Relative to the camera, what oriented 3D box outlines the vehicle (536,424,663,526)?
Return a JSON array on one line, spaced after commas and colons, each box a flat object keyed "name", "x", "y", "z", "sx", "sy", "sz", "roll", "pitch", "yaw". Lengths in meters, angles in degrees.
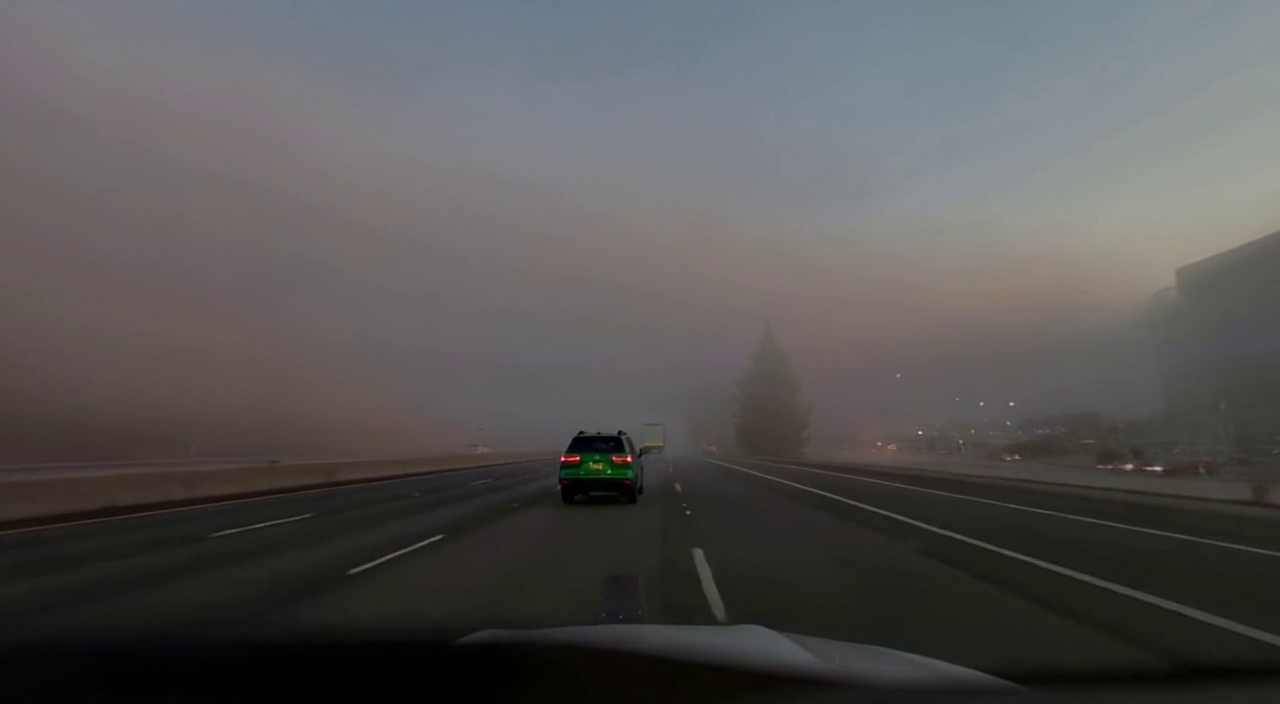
[{"name": "vehicle", "x": -0.633, "y": 2.472, "z": 13.197, "sx": 2.111, "sy": 1.742, "sz": 4.315, "roll": 0, "pitch": -9, "yaw": 3}]
